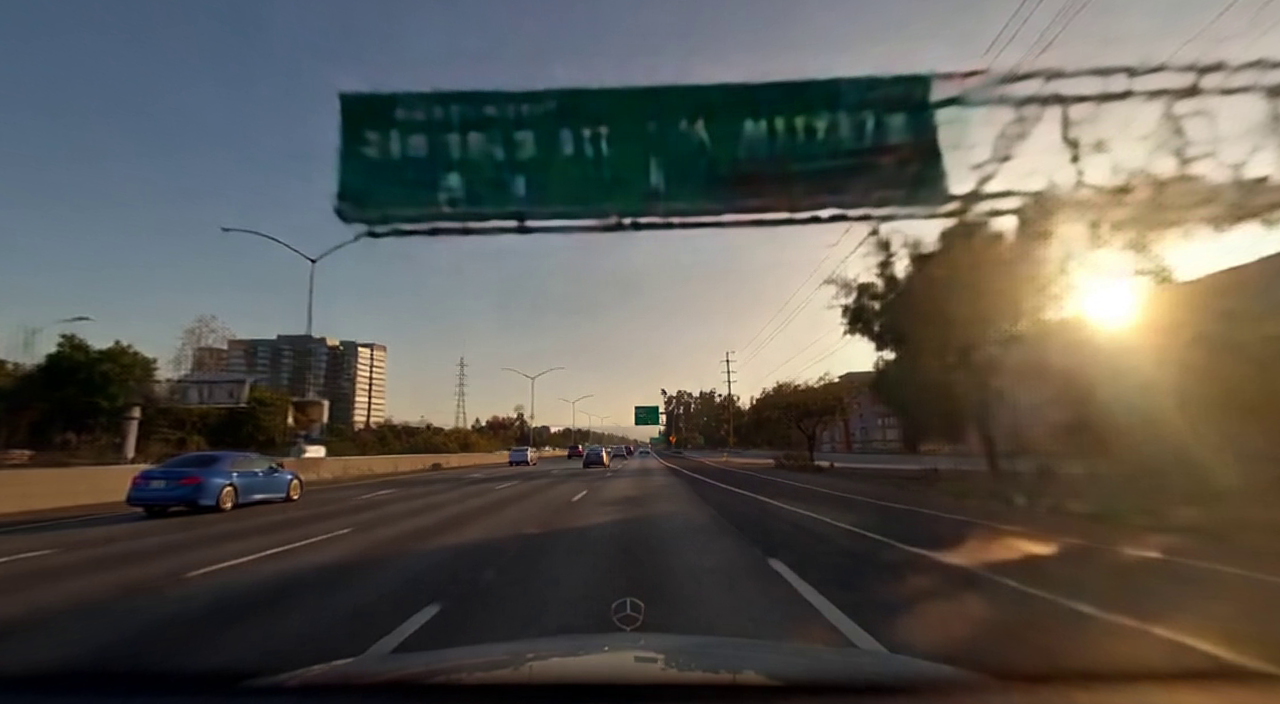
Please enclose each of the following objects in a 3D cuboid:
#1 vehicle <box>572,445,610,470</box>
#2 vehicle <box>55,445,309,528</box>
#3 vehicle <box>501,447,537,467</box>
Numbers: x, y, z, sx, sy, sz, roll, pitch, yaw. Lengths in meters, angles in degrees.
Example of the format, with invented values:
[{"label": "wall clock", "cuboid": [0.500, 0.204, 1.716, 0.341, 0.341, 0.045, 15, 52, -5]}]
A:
[{"label": "vehicle", "cuboid": [-3.053, 6.693, 40.136, 2.050, 1.479, 4.342, 0, -8, 1]}, {"label": "vehicle", "cuboid": [-9.824, 2.862, 14.195, 2.002, 1.526, 4.822, 0, -8, 2]}, {"label": "vehicle", "cuboid": [-9.393, 8.160, 49.115, 1.930, 1.490, 3.955, 0, -8, 1]}]
